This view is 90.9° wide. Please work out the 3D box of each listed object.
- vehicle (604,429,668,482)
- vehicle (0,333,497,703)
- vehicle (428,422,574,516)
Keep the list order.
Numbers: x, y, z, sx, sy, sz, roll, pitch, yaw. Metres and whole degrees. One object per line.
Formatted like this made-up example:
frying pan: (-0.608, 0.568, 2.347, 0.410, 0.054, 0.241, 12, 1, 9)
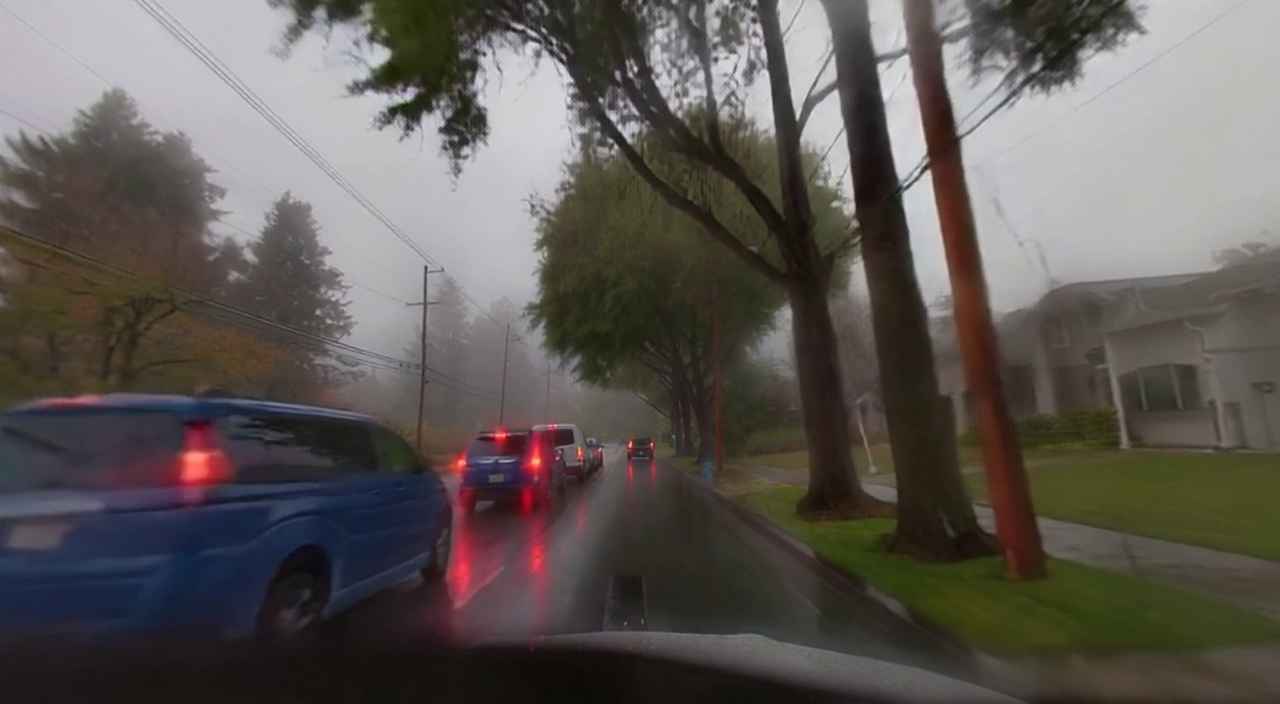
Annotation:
vehicle: (-0.143, 3.700, 22.728, 2.120, 1.718, 3.909, 0, -9, 0)
vehicle: (-2.653, 1.126, 4.538, 2.157, 1.765, 4.303, -1, -9, 1)
vehicle: (-2.808, 2.496, 13.886, 2.105, 1.709, 4.251, -1, -9, 2)
